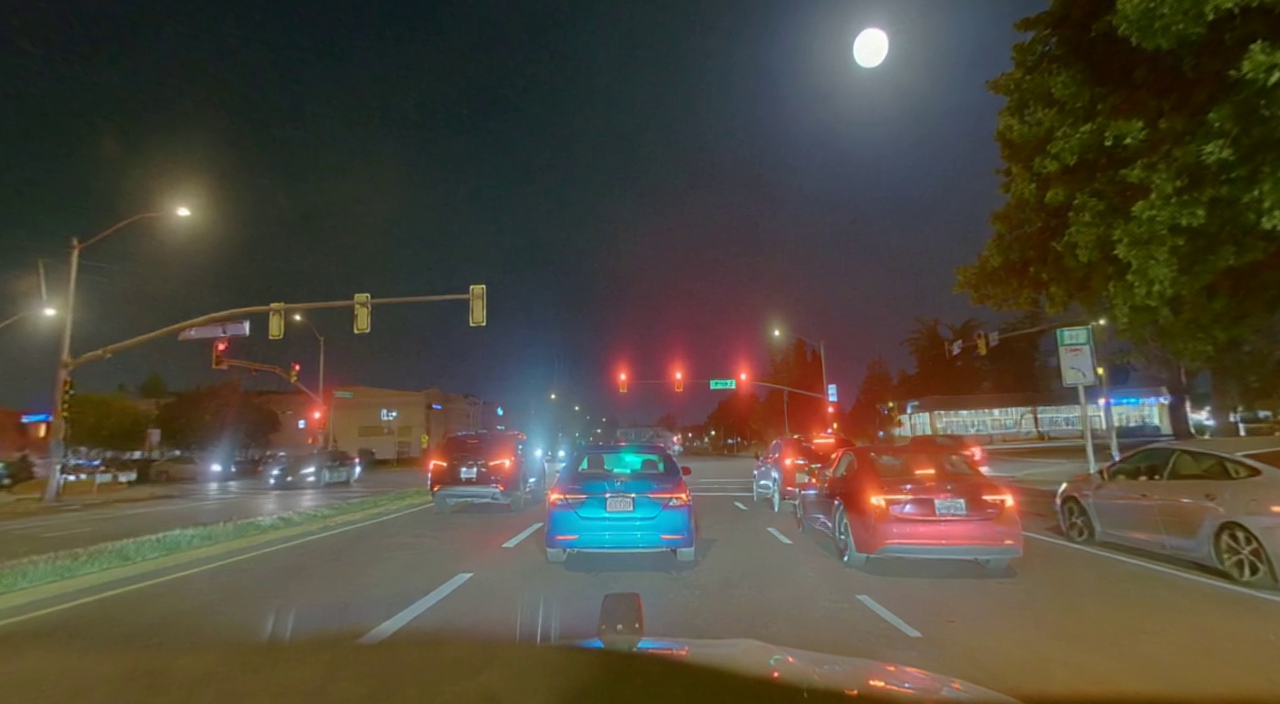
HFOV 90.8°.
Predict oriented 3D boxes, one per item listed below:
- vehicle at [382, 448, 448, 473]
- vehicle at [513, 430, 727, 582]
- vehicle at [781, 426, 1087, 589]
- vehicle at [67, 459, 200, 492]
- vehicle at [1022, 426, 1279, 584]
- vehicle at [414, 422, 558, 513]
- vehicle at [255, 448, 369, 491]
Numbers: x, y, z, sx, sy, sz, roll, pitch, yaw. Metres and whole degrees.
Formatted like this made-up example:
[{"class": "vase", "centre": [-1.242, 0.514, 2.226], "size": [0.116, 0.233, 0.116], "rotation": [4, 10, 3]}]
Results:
[{"class": "vehicle", "centre": [-16.216, 7.806, 45.805], "size": [1.925, 1.686, 4.761], "rotation": [-3, -9, 19]}, {"class": "vehicle", "centre": [-0.177, 1.812, 8.225], "size": [2.098, 1.477, 3.897], "rotation": [0, -8, 1]}, {"class": "vehicle", "centre": [3.234, 1.769, 8.073], "size": [2.020, 1.513, 4.120], "rotation": [0, -8, 2]}, {"class": "vehicle", "centre": [-25.283, 6.147, 31.723], "size": [4.679, 1.488, 2.052], "rotation": [2, -9, -13]}, {"class": "vehicle", "centre": [7.189, 1.733, 7.829], "size": [2.004, 1.508, 4.646], "rotation": [0, -8, 0]}, {"class": "vehicle", "centre": [-3.452, 2.718, 15.410], "size": [2.160, 1.823, 5.115], "rotation": [0, -8, 1]}, {"class": "vehicle", "centre": [-12.413, 4.451, 24.282], "size": [1.872, 1.463, 4.455], "rotation": [0, -8, 2]}]
